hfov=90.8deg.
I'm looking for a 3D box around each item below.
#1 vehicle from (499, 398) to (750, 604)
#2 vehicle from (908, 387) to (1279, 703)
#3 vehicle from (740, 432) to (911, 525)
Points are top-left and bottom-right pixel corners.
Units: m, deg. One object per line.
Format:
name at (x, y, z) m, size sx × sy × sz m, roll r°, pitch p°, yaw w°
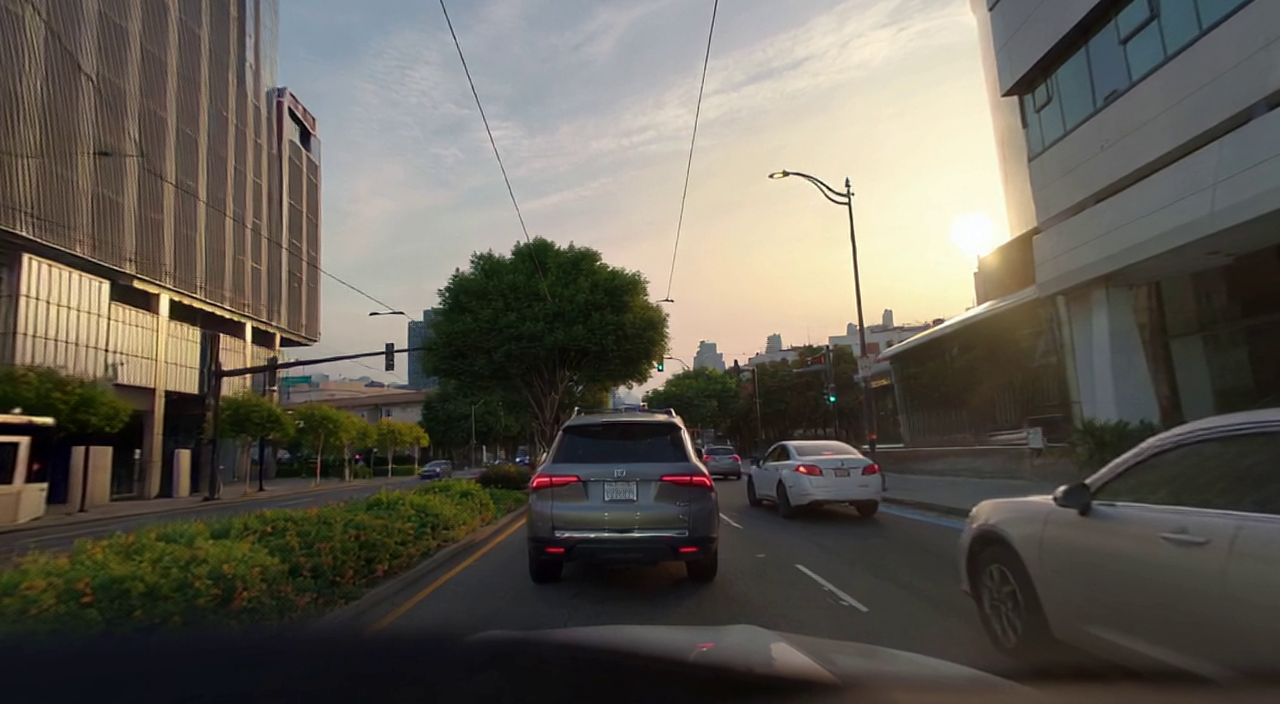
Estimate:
vehicle at (-0.193, 1.608, 7.713) m, size 2.178 × 1.779 × 4.255 m, roll 0°, pitch -8°, yaw -2°
vehicle at (3.137, 0.956, 2.729) m, size 1.993 × 1.480 × 4.324 m, roll 0°, pitch -8°, yaw -1°
vehicle at (3.550, 2.510, 13.091) m, size 2.128 × 1.582 × 4.188 m, roll 0°, pitch -8°, yaw -2°
